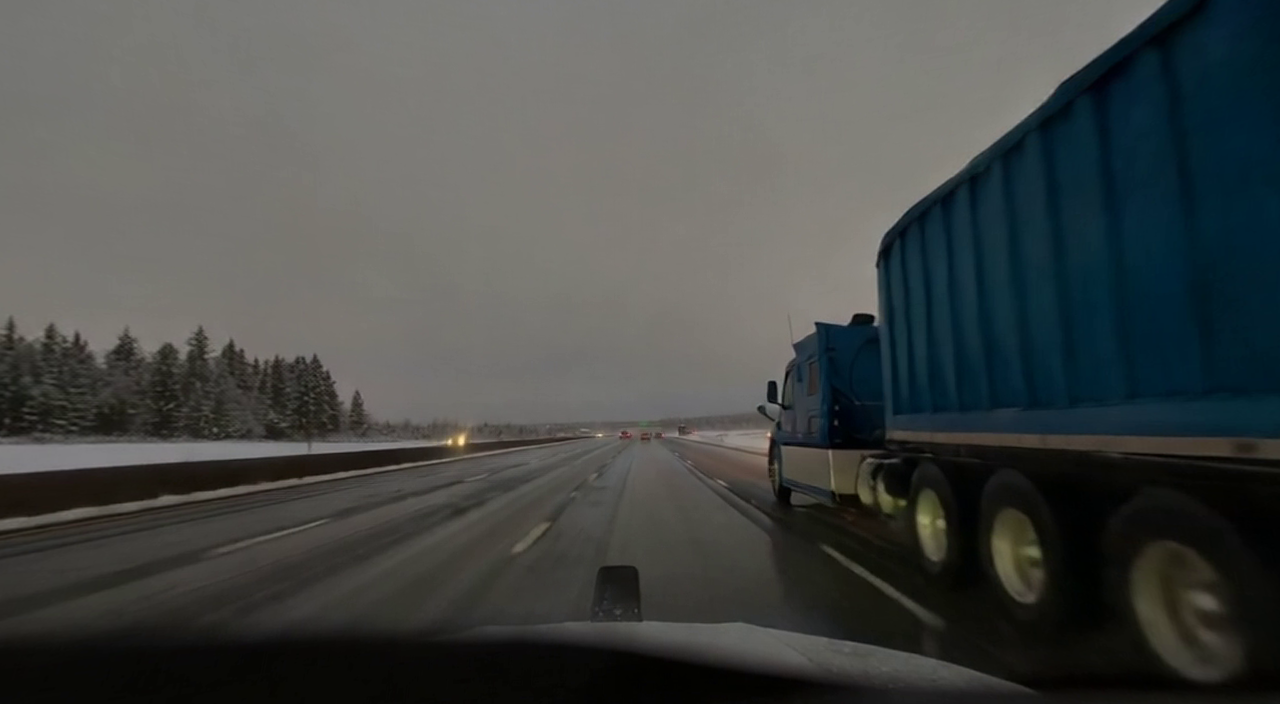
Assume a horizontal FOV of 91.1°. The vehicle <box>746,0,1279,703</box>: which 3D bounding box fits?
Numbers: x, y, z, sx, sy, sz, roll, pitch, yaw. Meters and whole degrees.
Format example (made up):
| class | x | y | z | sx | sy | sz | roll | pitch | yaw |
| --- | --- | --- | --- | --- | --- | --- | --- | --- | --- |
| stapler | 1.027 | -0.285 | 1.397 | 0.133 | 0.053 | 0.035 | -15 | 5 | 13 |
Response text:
| class | x | y | z | sx | sy | sz | roll | pitch | yaw |
| --- | --- | --- | --- | --- | --- | --- | --- | --- | --- |
| vehicle | 3.941 | 0.352 | 7.393 | 3.446 | 3.698 | 12.089 | 0 | -8 | 1 |
